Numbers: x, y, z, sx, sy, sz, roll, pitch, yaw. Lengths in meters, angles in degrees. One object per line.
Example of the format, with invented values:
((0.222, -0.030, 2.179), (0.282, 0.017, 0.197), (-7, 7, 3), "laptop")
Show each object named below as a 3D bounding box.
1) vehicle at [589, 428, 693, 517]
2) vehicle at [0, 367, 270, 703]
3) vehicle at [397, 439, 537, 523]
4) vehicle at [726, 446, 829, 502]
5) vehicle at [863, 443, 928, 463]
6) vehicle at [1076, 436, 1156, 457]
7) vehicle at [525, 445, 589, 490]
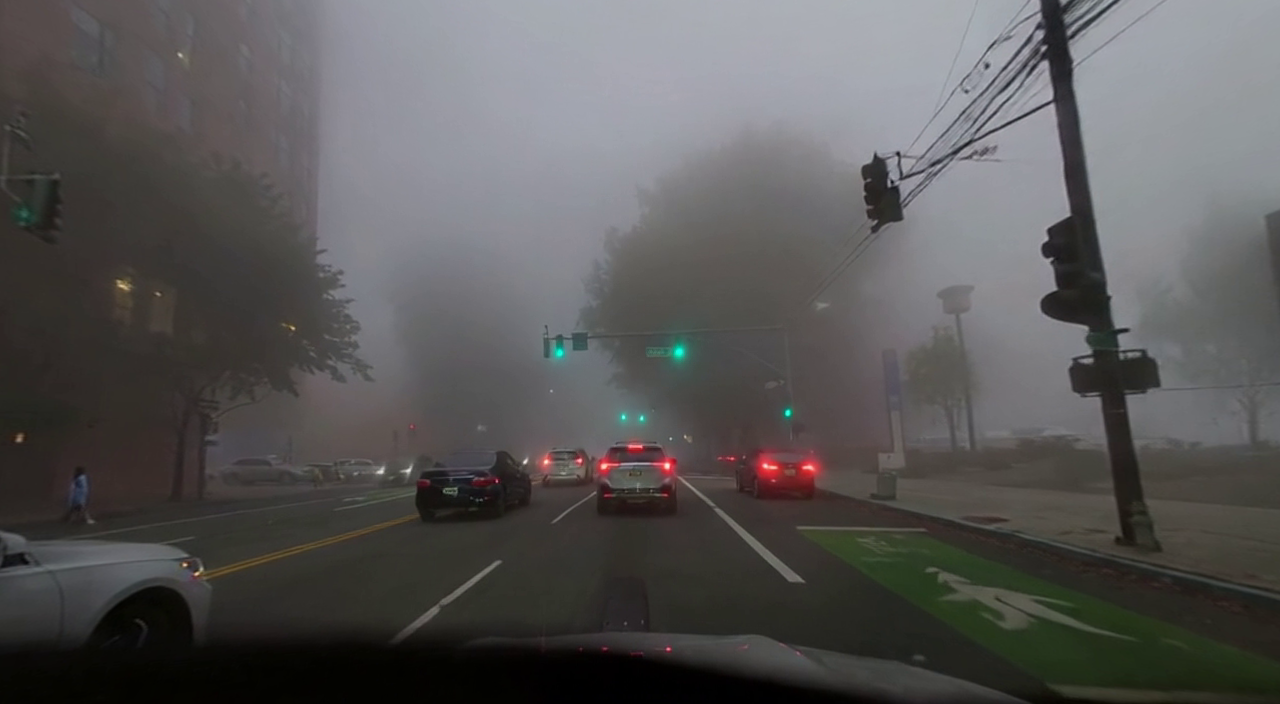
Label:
((0.033, 2.708, 14.667), (2.075, 1.770, 4.018), (0, -8, 1), "vehicle")
((-3.329, 0.771, 1.588), (1.975, 1.624, 4.481), (0, -9, 1), "vehicle")
((-3.708, 2.824, 14.382), (1.886, 1.599, 4.247), (0, -9, 1), "vehicle")
((3.951, 3.551, 18.930), (1.986, 1.457, 4.566), (0, -9, -1), "vehicle")
((20.162, 7.994, 49.854), (4.361, 1.478, 1.909), (-2, -9, 6), "vehicle")
((35.159, 6.996, 46.669), (4.169, 1.475, 2.059), (-2, -9, 14), "vehicle")
((-3.214, 4.537, 25.216), (1.894, 1.642, 3.861), (0, -8, 2), "vehicle")
